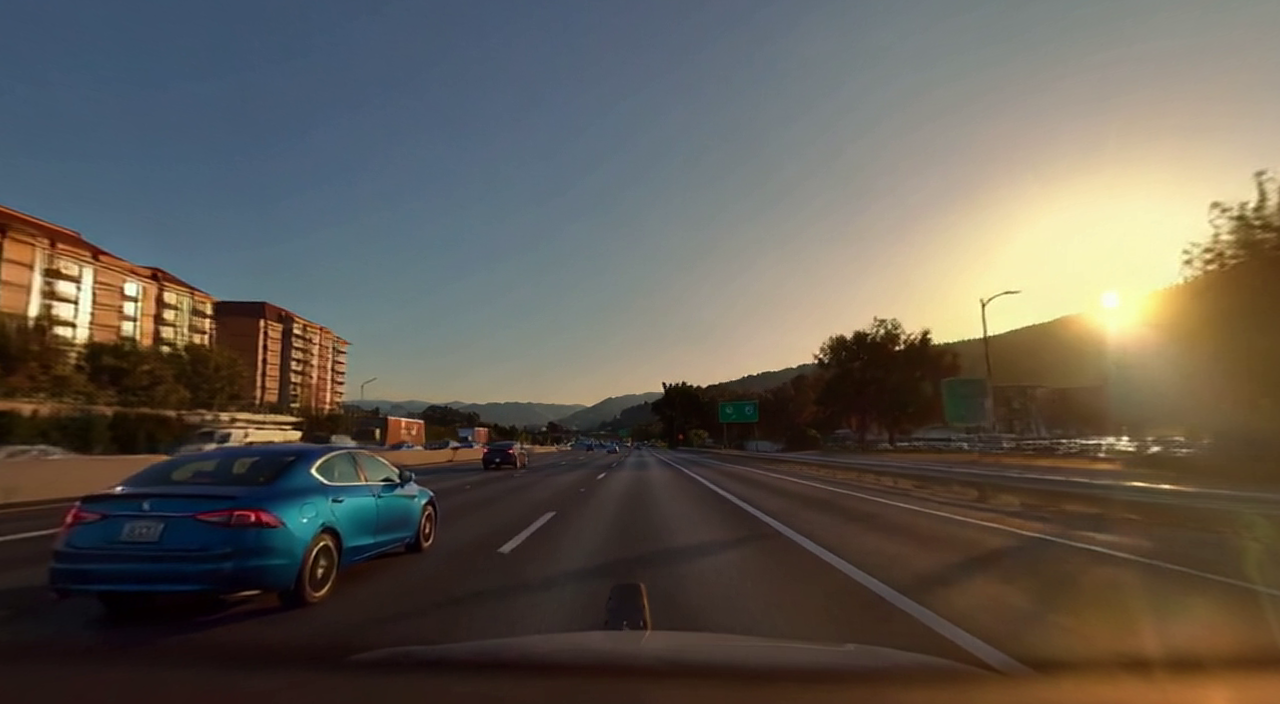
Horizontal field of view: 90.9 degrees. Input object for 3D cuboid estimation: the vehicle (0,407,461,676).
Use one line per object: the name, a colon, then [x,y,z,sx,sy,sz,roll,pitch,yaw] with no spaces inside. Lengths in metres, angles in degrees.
vehicle: [-3.605,1.482,6.258,2.144,1.565,4.951,0,-8,1]

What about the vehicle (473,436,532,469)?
vehicle: [-7.387,5.439,34.376,2.118,1.675,4.395,0,-8,1]
